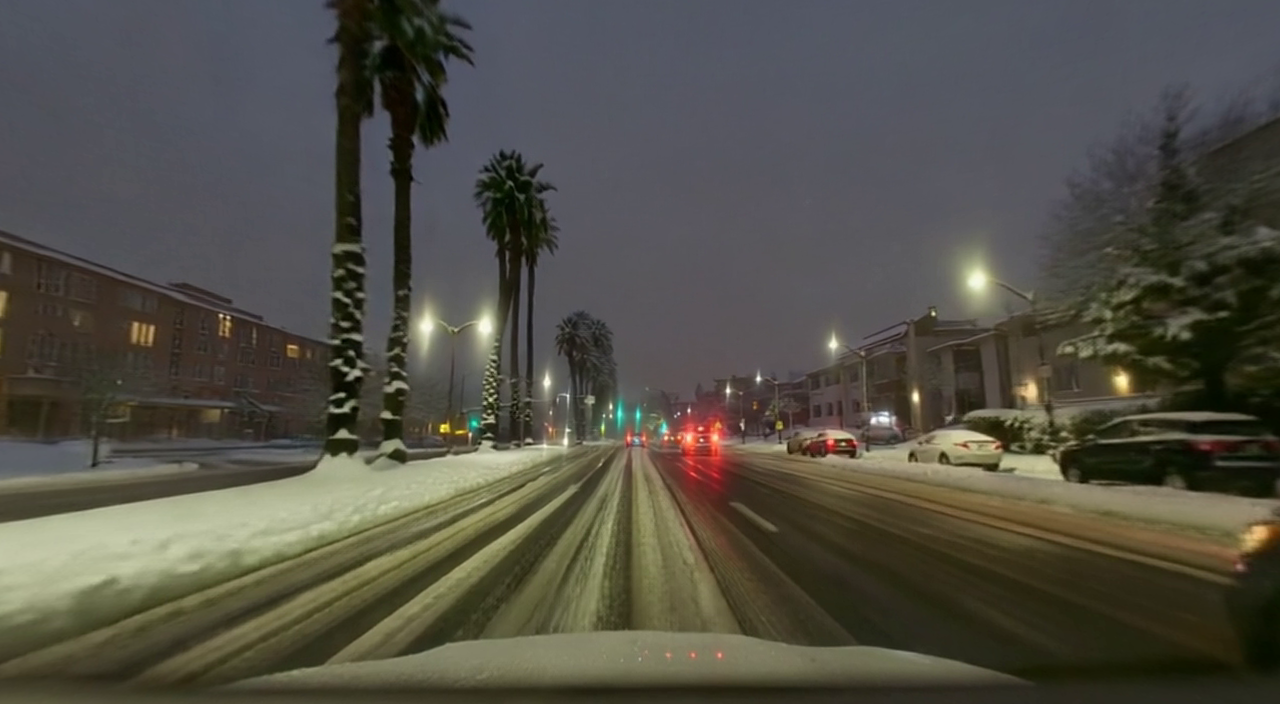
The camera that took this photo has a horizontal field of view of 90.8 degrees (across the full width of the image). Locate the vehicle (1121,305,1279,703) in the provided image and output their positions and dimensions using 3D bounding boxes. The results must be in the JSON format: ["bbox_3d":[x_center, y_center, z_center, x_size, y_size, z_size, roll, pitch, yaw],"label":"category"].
[{"bbox_3d":[3.558,0.473,0.711,2.219,1.795,4.718,0,-9,-1],"label":"vehicle"}]

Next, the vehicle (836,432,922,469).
[{"bbox_3d":[10.395,4.329,27.888,1.871,1.465,4.395,0,-9,-4],"label":"vehicle"}]

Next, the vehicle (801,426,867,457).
[{"bbox_3d":[12.658,5.925,41.648,2.157,1.937,5.386,0,-9,-5],"label":"vehicle"}]

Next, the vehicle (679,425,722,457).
[{"bbox_3d":[3.748,5.655,39.950,2.104,1.910,4.693,0,-9,-2],"label":"vehicle"}]

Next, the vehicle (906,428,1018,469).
[{"bbox_3d":[13.715,4.156,27.328,2.009,1.600,4.960,0,-9,-4],"label":"vehicle"}]
